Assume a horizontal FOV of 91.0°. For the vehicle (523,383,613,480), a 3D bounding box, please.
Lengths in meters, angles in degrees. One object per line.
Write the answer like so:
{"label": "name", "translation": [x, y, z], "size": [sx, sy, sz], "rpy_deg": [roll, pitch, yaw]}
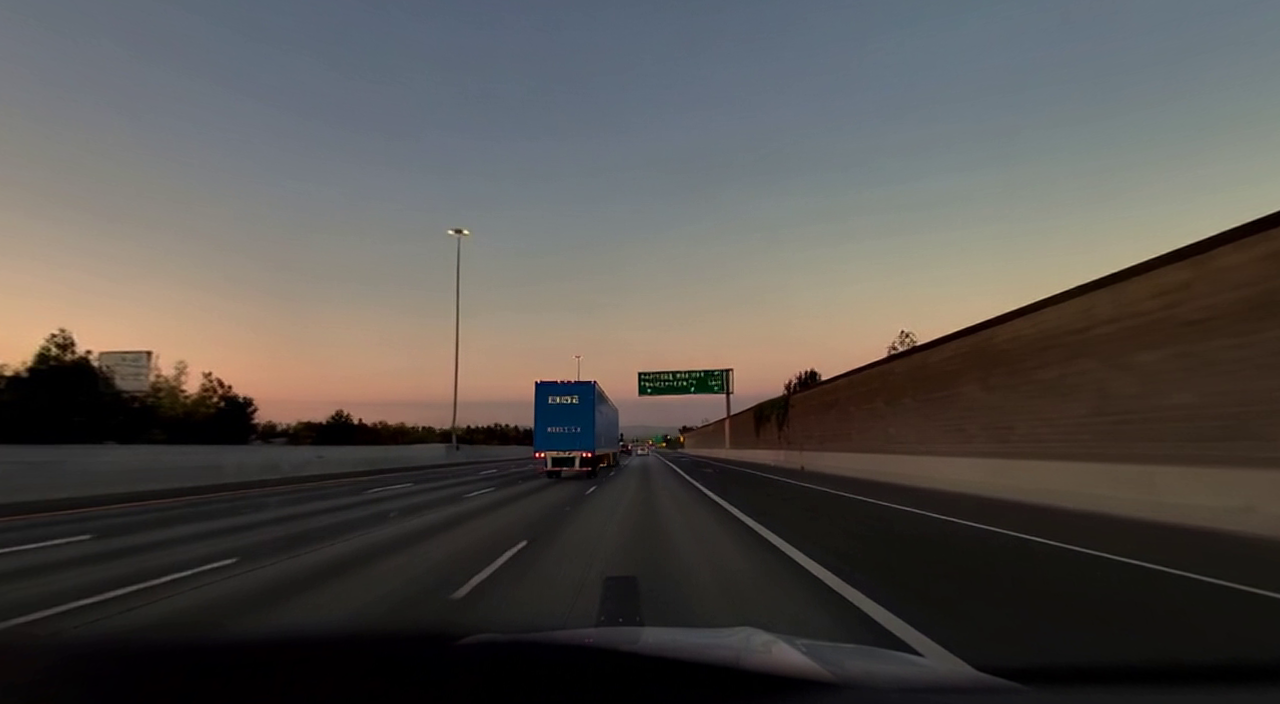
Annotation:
{"label": "vehicle", "translation": [-3.164, 4.089, 31.374], "size": [3.059, 3.956, 11.036], "rpy_deg": [0, -9, 1]}
